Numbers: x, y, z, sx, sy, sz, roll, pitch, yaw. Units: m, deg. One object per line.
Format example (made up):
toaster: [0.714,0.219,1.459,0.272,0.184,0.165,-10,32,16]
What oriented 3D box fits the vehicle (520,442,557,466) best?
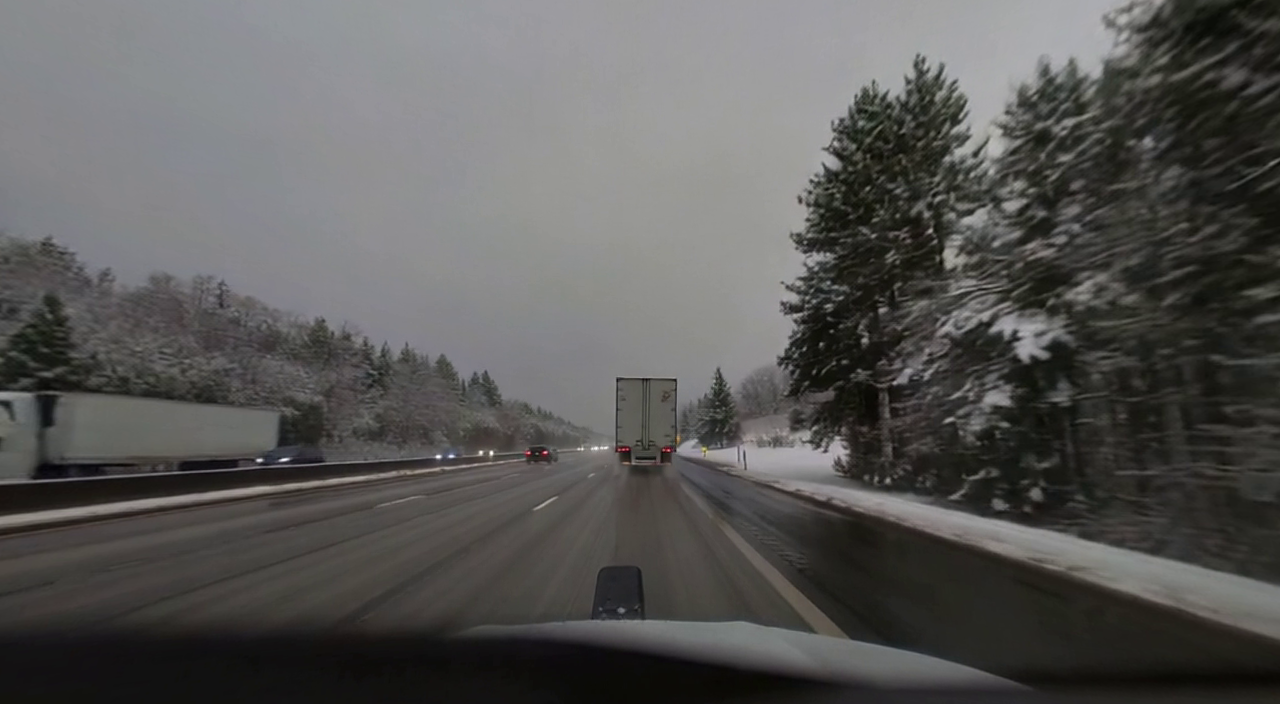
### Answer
vehicle: [-7.558,7.626,47.286,2.066,1.674,4.423,0,-8,0]

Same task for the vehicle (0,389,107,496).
vehicle: [-25.596,3.479,24.098,2.959,3.986,8.233,0,-9,0]

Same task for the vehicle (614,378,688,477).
vehicle: [0.386,3.984,31.986,3.052,4.132,11.336,0,-9,-1]

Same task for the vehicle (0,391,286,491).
vehicle: [-25.585,4.896,34.423,2.947,4.153,16.224,0,-9,0]
